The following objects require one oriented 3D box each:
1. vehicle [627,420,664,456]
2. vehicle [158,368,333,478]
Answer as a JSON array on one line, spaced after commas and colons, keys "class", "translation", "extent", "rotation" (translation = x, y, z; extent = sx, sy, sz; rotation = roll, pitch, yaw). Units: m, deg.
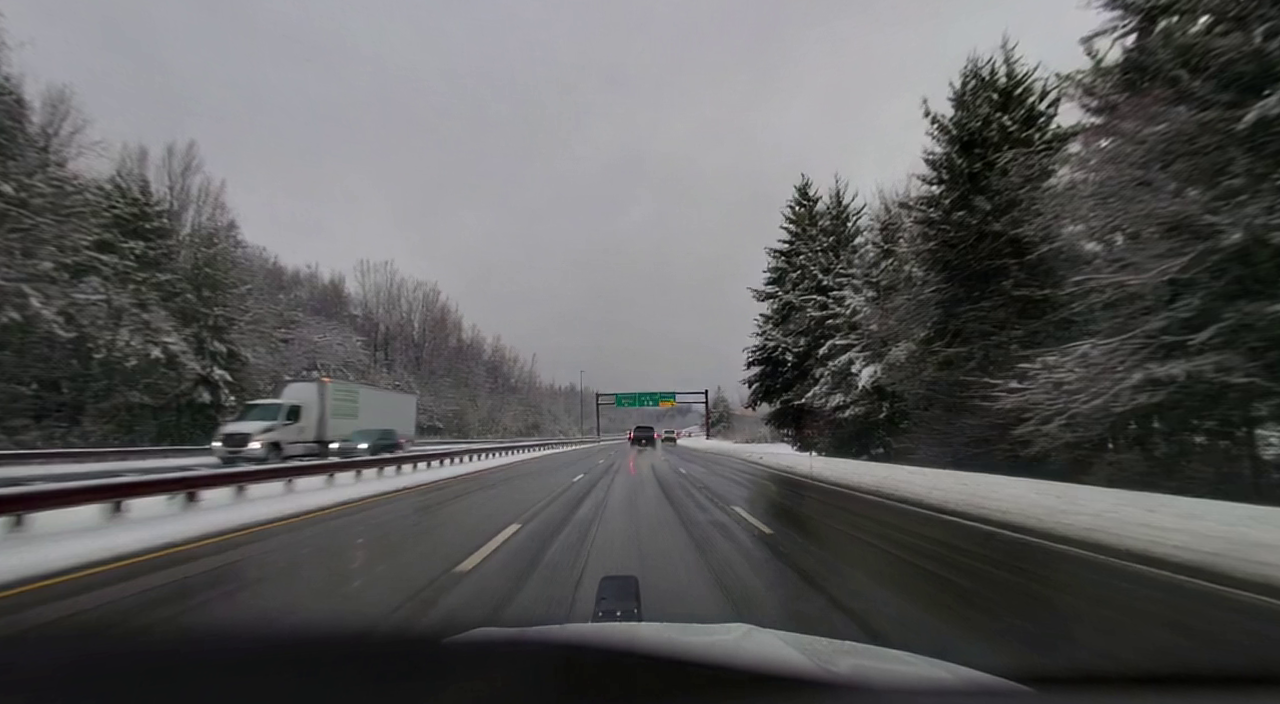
[{"class": "vehicle", "translation": [0.351, 5.996, 43.830], "extent": [2.450, 2.314, 4.753], "rotation": [0, -8, -1]}, {"class": "vehicle", "translation": [-15.248, 2.873, 25.037], "extent": [3.006, 3.818, 5.823], "rotation": [0, -8, 0]}]
